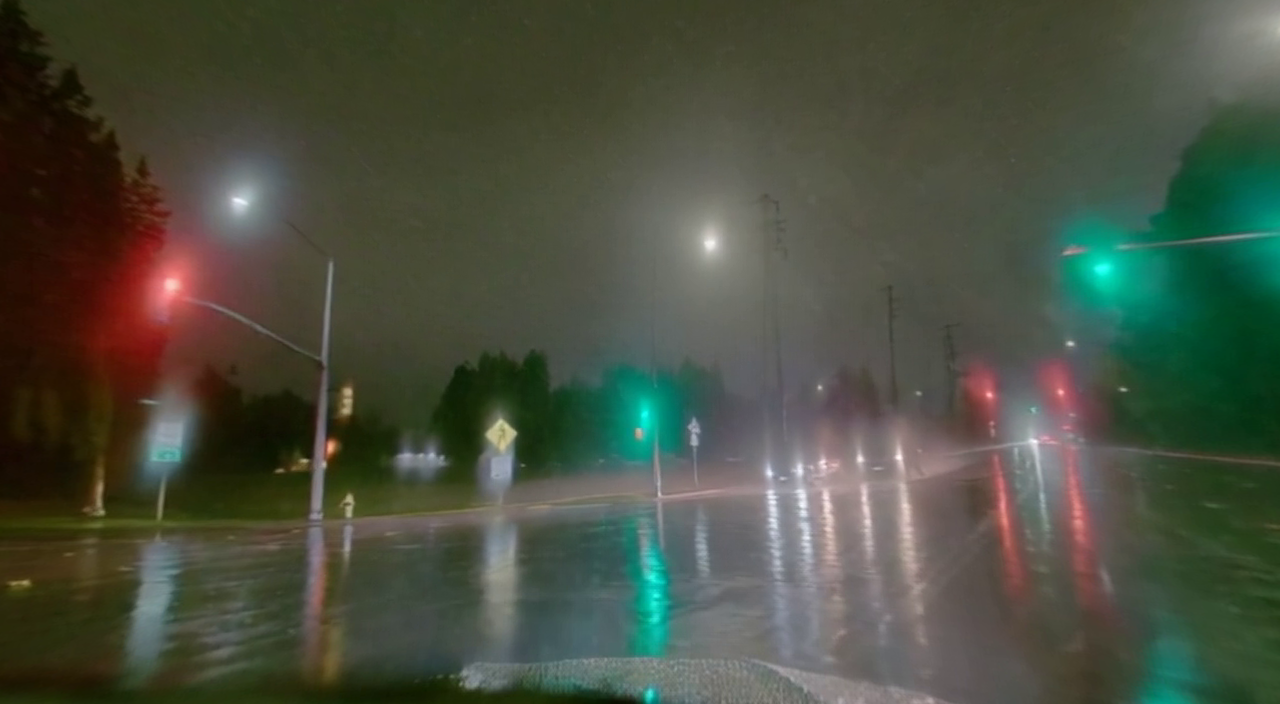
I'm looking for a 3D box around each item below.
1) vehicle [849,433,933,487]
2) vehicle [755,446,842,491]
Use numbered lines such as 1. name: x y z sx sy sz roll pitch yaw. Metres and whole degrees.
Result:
1. vehicle: 9.053 3.811 22.429 2.090 1.697 4.341 -5 -10 29
2. vehicle: 6.032 4.288 23.517 2.029 1.504 4.293 -5 -10 29
